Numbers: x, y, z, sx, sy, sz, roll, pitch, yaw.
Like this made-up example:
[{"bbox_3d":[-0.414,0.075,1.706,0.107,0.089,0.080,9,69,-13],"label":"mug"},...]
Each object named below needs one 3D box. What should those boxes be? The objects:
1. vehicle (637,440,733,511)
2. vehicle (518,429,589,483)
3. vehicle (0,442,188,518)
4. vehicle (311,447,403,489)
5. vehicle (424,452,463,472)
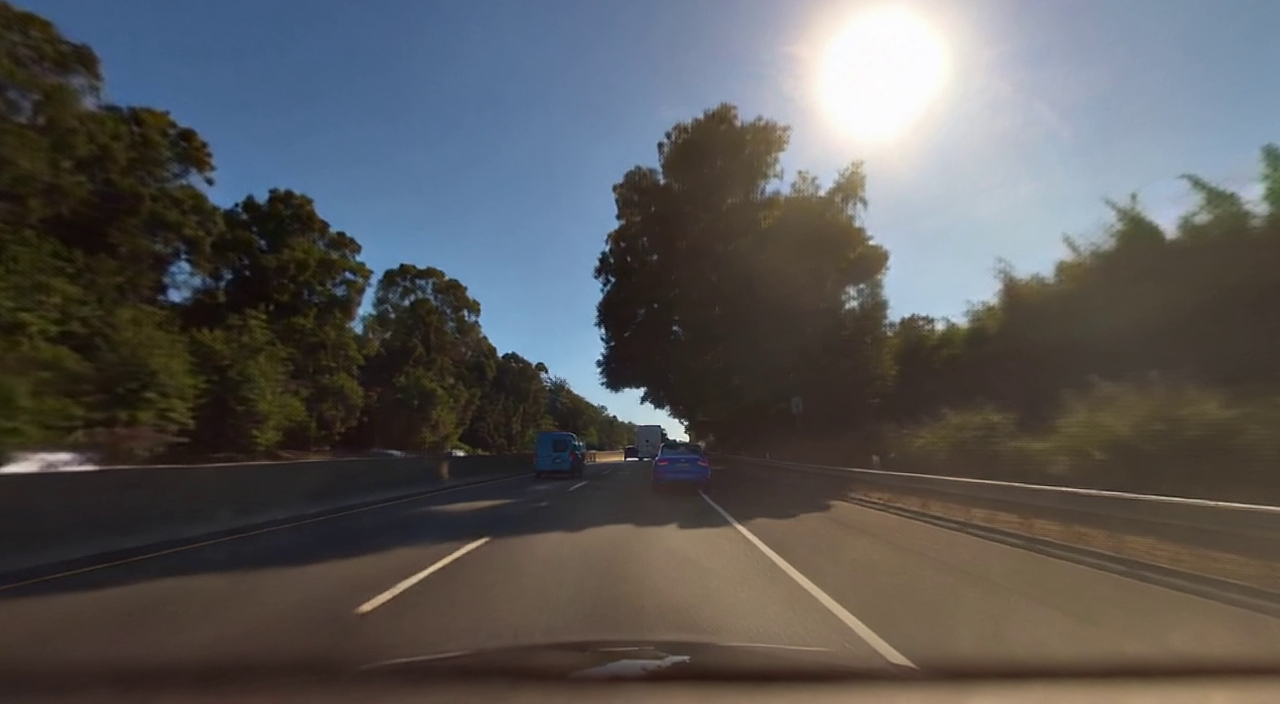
[{"bbox_3d":[0.947,2.896,15.222,2.012,1.485,3.649,0,-9,0],"label":"vehicle"},{"bbox_3d":[-3.541,4.414,26.887,2.217,2.033,4.975,0,-9,2],"label":"vehicle"},{"bbox_3d":[-17.046,3.029,14.854,3.321,1.795,12.707,0,-9,1],"label":"vehicle"},{"bbox_3d":[-12.165,4.994,27.452,1.841,1.628,4.458,0,-9,2],"label":"vehicle"},{"bbox_3d":[-15.312,8.555,49.272,1.756,1.428,3.699,-1,-9,2],"label":"vehicle"}]
